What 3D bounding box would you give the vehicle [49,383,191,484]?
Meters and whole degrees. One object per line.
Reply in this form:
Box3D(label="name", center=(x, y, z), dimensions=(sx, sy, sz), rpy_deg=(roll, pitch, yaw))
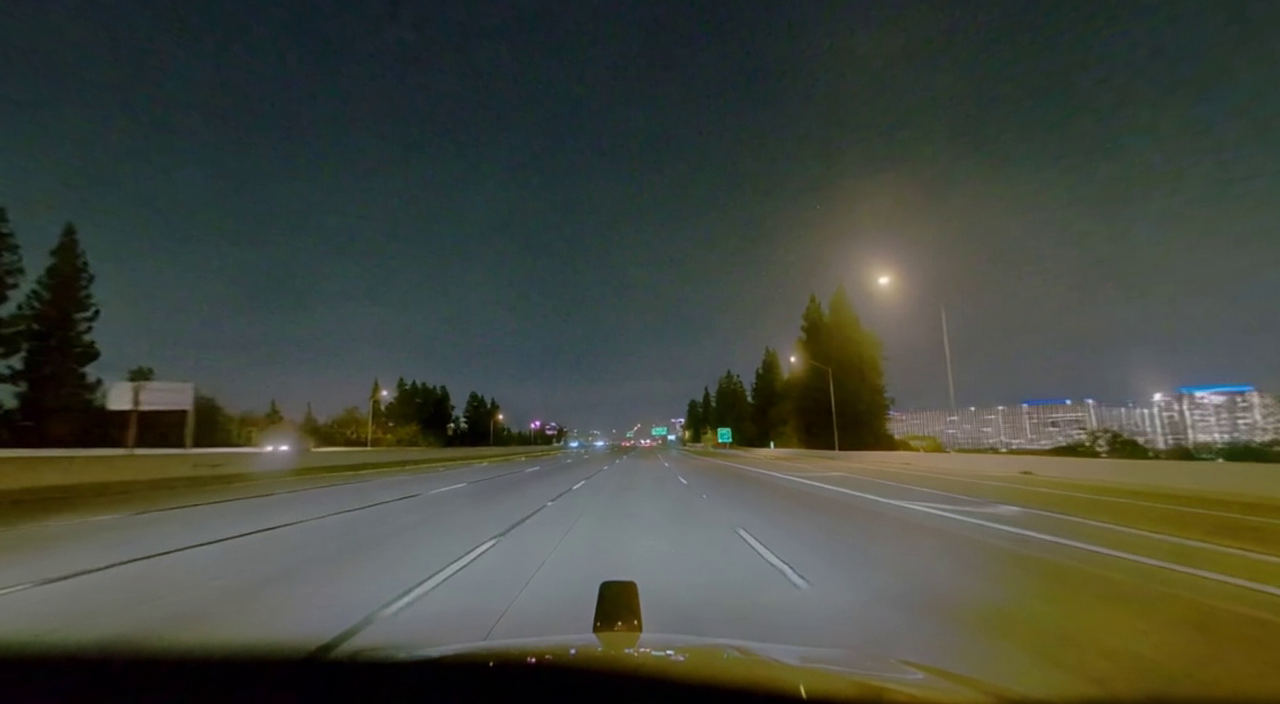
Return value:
Box3D(label="vehicle", center=(-19.687, 3.152, 24.181), dimensions=(2.714, 3.543, 2.793), rpy_deg=(-1, -10, 1))
